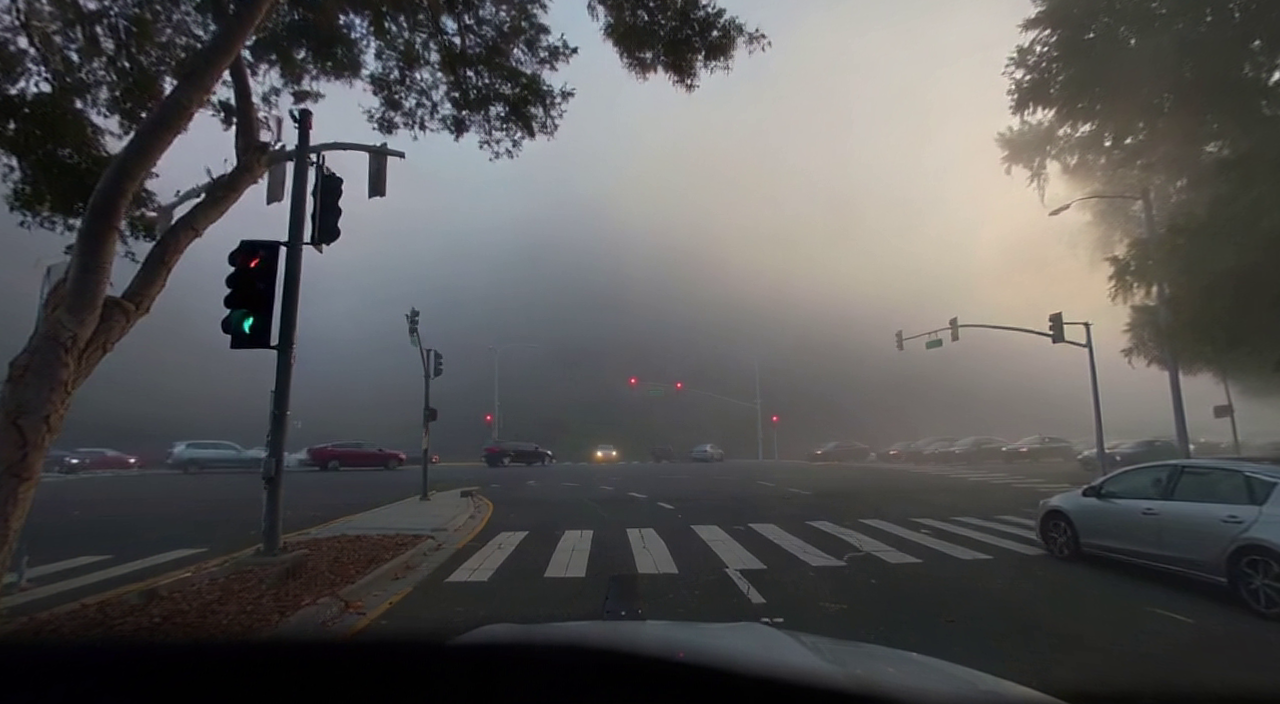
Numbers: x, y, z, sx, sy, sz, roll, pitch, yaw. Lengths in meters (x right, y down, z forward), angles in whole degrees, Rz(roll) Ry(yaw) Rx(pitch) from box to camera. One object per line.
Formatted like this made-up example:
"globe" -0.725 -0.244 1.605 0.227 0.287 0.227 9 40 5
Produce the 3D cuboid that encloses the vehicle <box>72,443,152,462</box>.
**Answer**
"vehicle" -40.542 7.725 48.593 4.345 1.426 1.722 2 -9 -8

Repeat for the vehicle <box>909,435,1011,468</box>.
"vehicle" 16.562 5.150 32.955 2.001 1.561 4.481 3 -9 -22

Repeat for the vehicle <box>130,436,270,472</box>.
"vehicle" -19.546 4.553 28.356 4.709 1.514 1.985 3 -9 -21

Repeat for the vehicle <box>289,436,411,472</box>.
"vehicle" -12.767 4.508 28.047 4.671 1.465 1.934 4 -9 -24

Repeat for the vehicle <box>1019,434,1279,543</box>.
"vehicle" 9.299 2.336 11.450 1.993 1.505 4.721 3 -9 0

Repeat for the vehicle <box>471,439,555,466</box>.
"vehicle" -7.500 5.942 37.541 1.891 1.472 4.580 -8 -12 44

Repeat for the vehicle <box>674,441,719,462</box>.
"vehicle" 4.287 7.489 47.488 1.935 1.476 4.849 -4 -9 23
